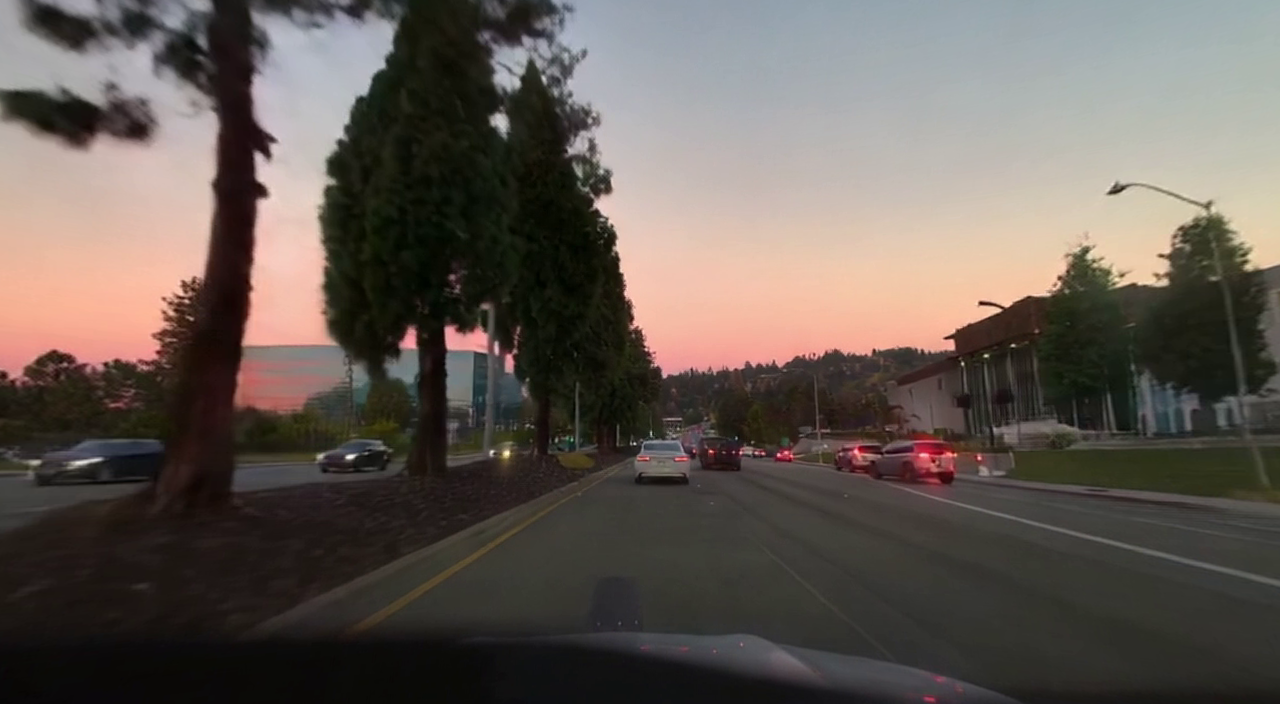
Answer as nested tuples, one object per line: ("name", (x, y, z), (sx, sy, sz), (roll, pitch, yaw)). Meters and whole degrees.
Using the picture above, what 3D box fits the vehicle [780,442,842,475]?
("vehicle", (8.271, 5.189, 30.866), (1.928, 1.488, 4.361), (0, -9, 1))

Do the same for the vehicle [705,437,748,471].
("vehicle", (4.872, 5.787, 35.947), (1.976, 1.796, 4.159), (0, -9, 2))

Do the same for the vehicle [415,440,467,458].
("vehicle", (-13.109, 6.411, 41.720), (1.890, 1.132, 4.497), (1, -8, 2))

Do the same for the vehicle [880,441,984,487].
("vehicle", (11.935, 4.592, 26.193), (2.106, 1.719, 4.830), (0, -9, 2))

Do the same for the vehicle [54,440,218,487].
("vehicle", (-17.243, 3.812, 21.923), (1.874, 1.441, 4.625), (0, -9, 0))

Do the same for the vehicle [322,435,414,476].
("vehicle", (-10.835, 4.152, 25.460), (1.938, 1.502, 4.209), (0, -9, -2))

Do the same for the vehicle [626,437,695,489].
("vehicle", (0.690, 3.786, 21.876), (2.145, 1.603, 4.369), (0, -9, 1))
